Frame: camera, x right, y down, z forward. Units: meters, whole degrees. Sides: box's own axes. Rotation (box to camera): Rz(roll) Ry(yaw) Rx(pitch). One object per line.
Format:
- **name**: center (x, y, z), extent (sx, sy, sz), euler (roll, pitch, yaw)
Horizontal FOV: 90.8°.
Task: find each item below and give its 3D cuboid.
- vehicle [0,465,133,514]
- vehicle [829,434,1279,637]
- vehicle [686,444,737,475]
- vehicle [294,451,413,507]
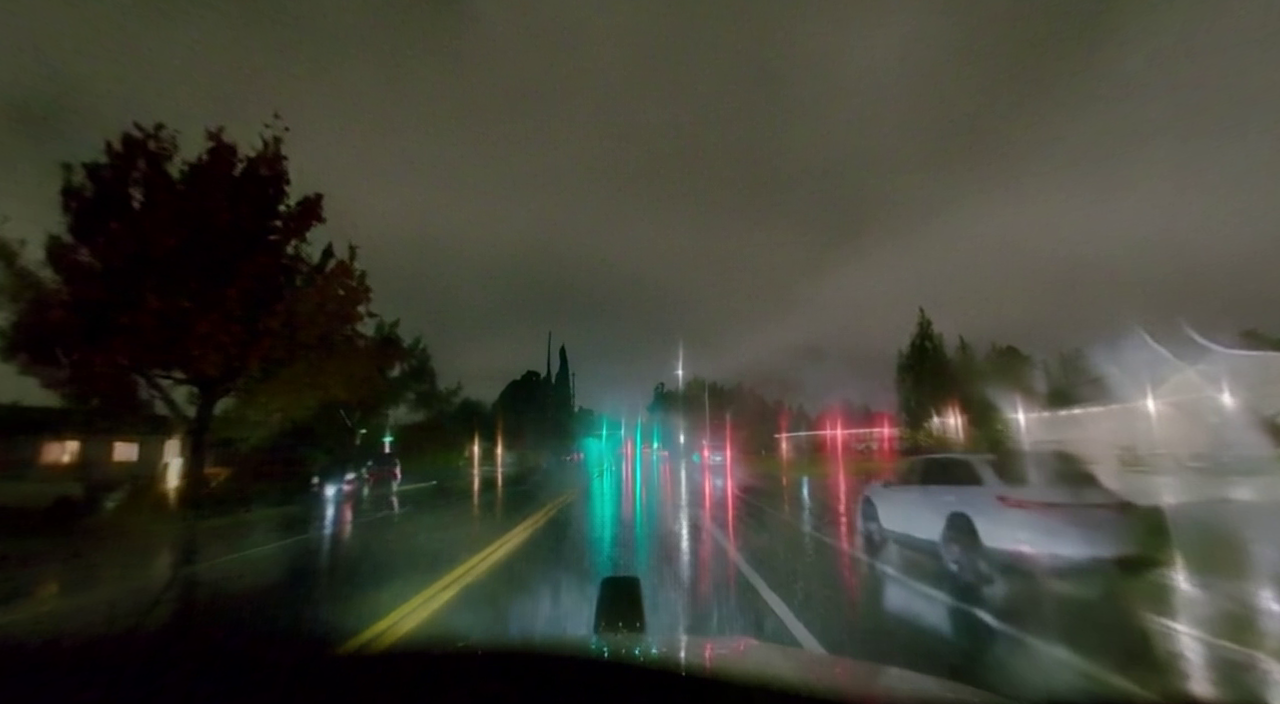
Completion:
- **vehicle**: center (-18.616, 4.194, 19.431), extent (4.326, 1.355, 1.812), euler (1, -9, -4)
- **vehicle**: center (3.859, 1.716, 7.042), extent (2.014, 1.498, 4.484), euler (1, -8, -1)
- **vehicle**: center (4.073, 6.175, 36.628), extent (2.124, 1.524, 4.698), euler (4, -9, -2)
- **vehicle**: center (-11.159, 4.923, 25.167), extent (2.086, 1.711, 5.661), euler (-6, -8, 0)
